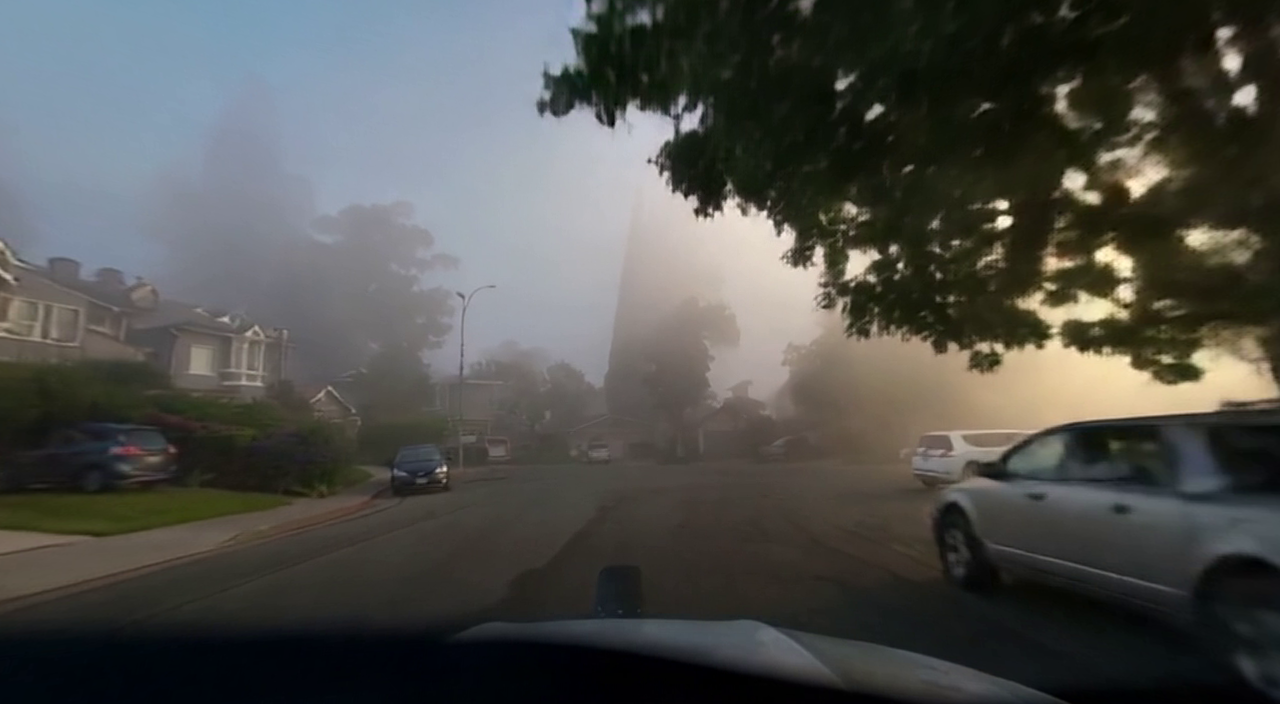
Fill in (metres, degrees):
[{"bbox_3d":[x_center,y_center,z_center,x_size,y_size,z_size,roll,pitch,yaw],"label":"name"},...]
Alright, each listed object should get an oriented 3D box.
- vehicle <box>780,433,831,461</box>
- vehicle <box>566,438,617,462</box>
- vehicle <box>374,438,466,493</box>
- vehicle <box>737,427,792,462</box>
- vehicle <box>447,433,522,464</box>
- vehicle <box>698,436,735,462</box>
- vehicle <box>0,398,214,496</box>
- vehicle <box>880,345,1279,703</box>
[{"bbox_3d":[10.679,6.171,41.145,2.160,1.695,4.183,0,-8,0],"label":"vehicle"},{"bbox_3d":[-3.294,6.508,42.145,1.932,1.518,4.343,4,-9,-26],"label":"vehicle"},{"bbox_3d":[-6.957,3.448,19.623,2.236,1.459,4.832,3,-9,-24],"label":"vehicle"},{"bbox_3d":[7.843,5.918,40.397,2.455,2.018,5.271,0,-8,0],"label":"vehicle"},{"bbox_3d":[-9.852,6.062,39.775,2.305,1.824,5.096,8,-12,-43],"label":"vehicle"},{"bbox_3d":[4.855,6.229,40.604,1.833,1.540,3.532,0,-8,-1],"label":"vehicle"},{"bbox_3d":[-11.708,1.895,12.611,4.886,1.758,2.055,0,-8,1],"label":"vehicle"},{"bbox_3d":[3.898,1.144,4.509,2.235,1.829,5.194,0,-8,-1],"label":"vehicle"}]
